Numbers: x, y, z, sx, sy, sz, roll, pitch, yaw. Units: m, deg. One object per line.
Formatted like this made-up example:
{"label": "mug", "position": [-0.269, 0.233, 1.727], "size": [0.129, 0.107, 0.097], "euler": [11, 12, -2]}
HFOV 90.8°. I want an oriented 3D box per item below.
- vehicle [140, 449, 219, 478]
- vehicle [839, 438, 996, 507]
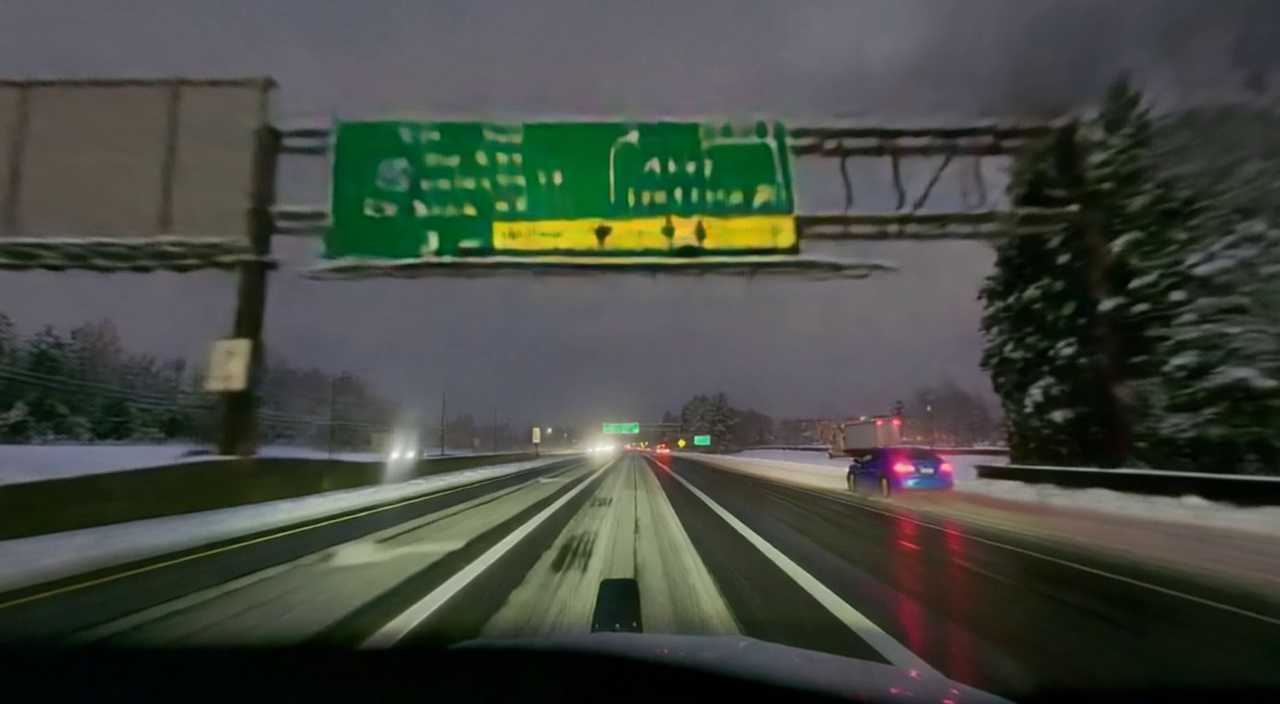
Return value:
{"label": "vehicle", "position": [-26.480, 6.387, 36.454], "size": [1.706, 1.468, 3.746], "euler": [0, -8, 0]}
{"label": "vehicle", "position": [6.914, 2.999, 16.382], "size": [1.958, 1.498, 4.447], "euler": [1, -8, -1]}
